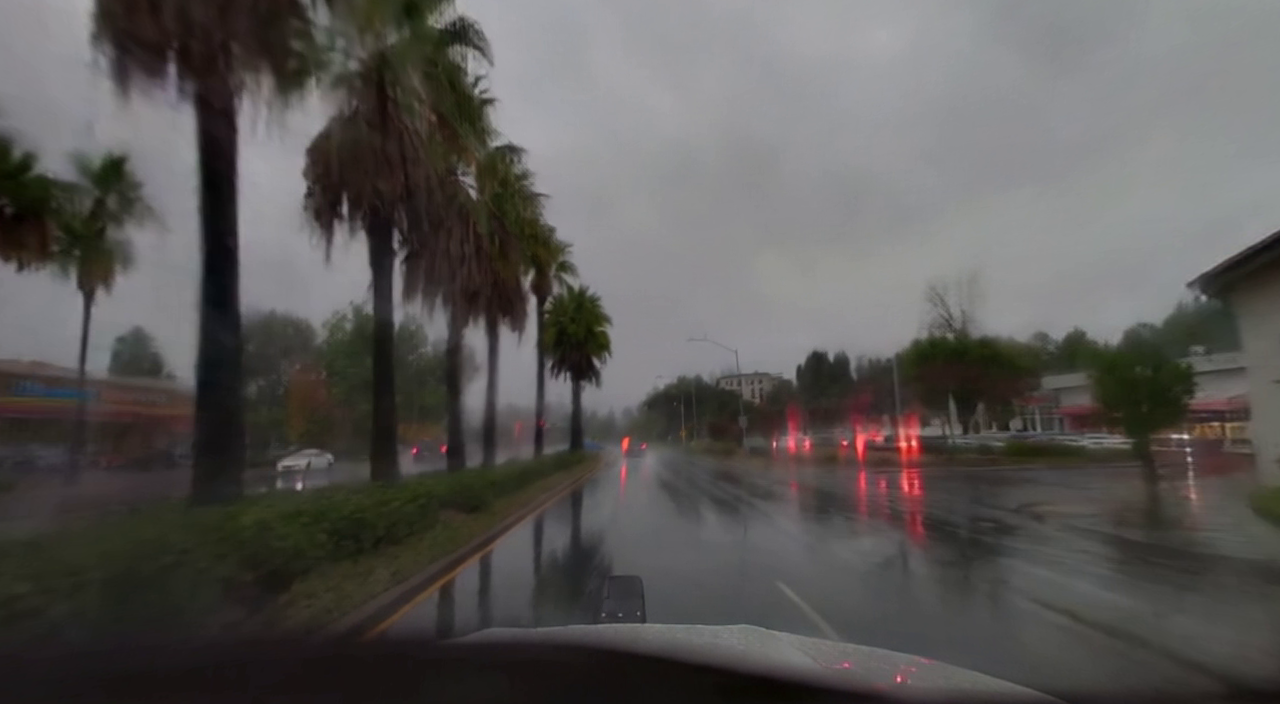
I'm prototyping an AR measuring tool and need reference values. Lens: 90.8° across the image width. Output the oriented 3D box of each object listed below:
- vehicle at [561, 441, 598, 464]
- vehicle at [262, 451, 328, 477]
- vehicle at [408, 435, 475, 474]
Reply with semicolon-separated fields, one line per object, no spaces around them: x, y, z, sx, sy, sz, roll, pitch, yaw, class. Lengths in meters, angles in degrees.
-4.037;6.764;42.691;2.181;1.483;4.123;0;-9;-1;vehicle
-21.875;7.118;40.257;1.852;1.526;4.262;0;-9;0;vehicle
-9.688;5.020;31.138;2.022;1.746;4.406;0;-9;-3;vehicle
